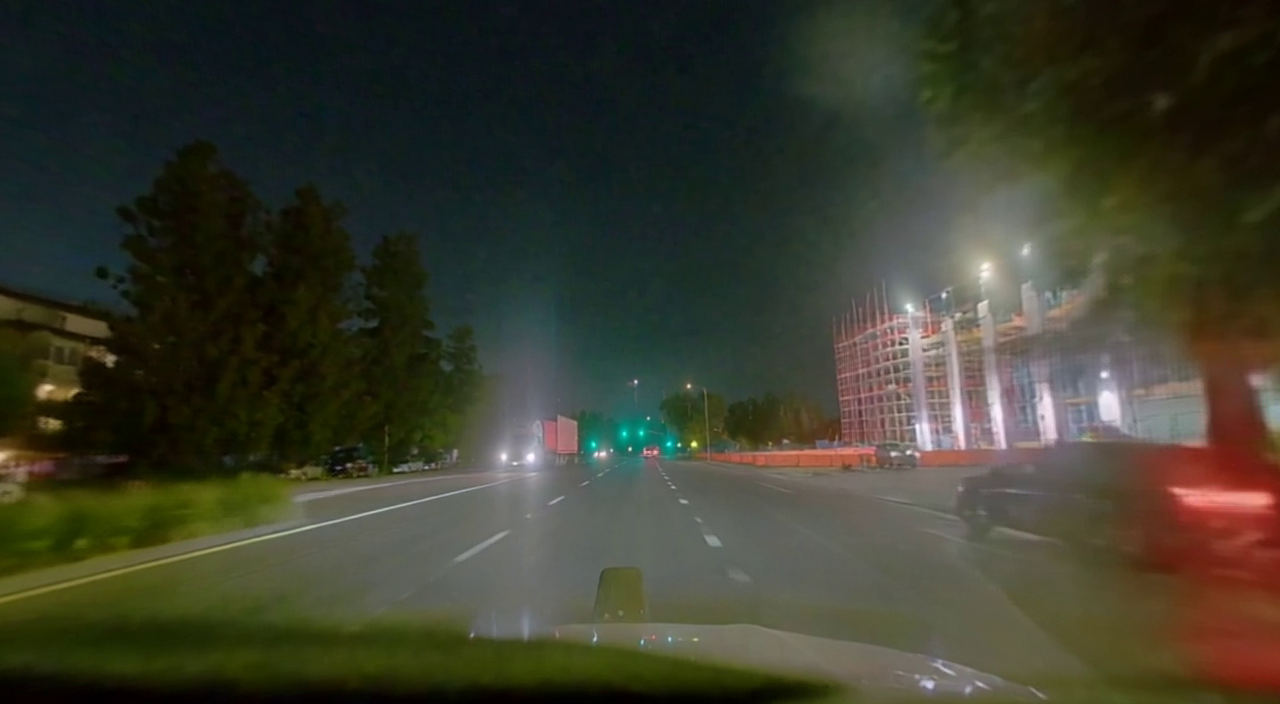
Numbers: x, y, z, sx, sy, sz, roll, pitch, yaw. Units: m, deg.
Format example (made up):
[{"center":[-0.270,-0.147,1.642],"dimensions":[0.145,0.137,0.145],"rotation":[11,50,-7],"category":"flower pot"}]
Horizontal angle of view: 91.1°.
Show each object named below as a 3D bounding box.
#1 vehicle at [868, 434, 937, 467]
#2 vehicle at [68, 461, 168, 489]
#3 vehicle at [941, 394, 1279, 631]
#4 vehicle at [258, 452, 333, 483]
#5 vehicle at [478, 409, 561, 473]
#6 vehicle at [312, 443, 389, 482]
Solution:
[{"center":[16.379,6.205,39.536],"dimensions":[2.021,1.835,5.654],"rotation":[2,-8,1],"category":"vehicle"},{"center":[-33.730,7.918,40.705],"dimensions":[1.848,1.484,4.574],"rotation":[2,-8,16],"category":"vehicle"},{"center":[6.452,1.668,7.489],"dimensions":[2.513,1.890,6.666],"rotation":[0,-9,1],"category":"vehicle"},{"center":[-21.548,7.213,39.537],"dimensions":[2.168,1.800,4.603],"rotation":[1,-9,-1],"category":"vehicle"},{"center":[-7.336,5.682,39.826],"dimensions":[3.032,3.524,9.640],"rotation":[0,-9,2],"category":"vehicle"},{"center":[-18.221,6.917,39.836],"dimensions":[2.154,1.987,5.836],"rotation":[-5,-8,-1],"category":"vehicle"}]
